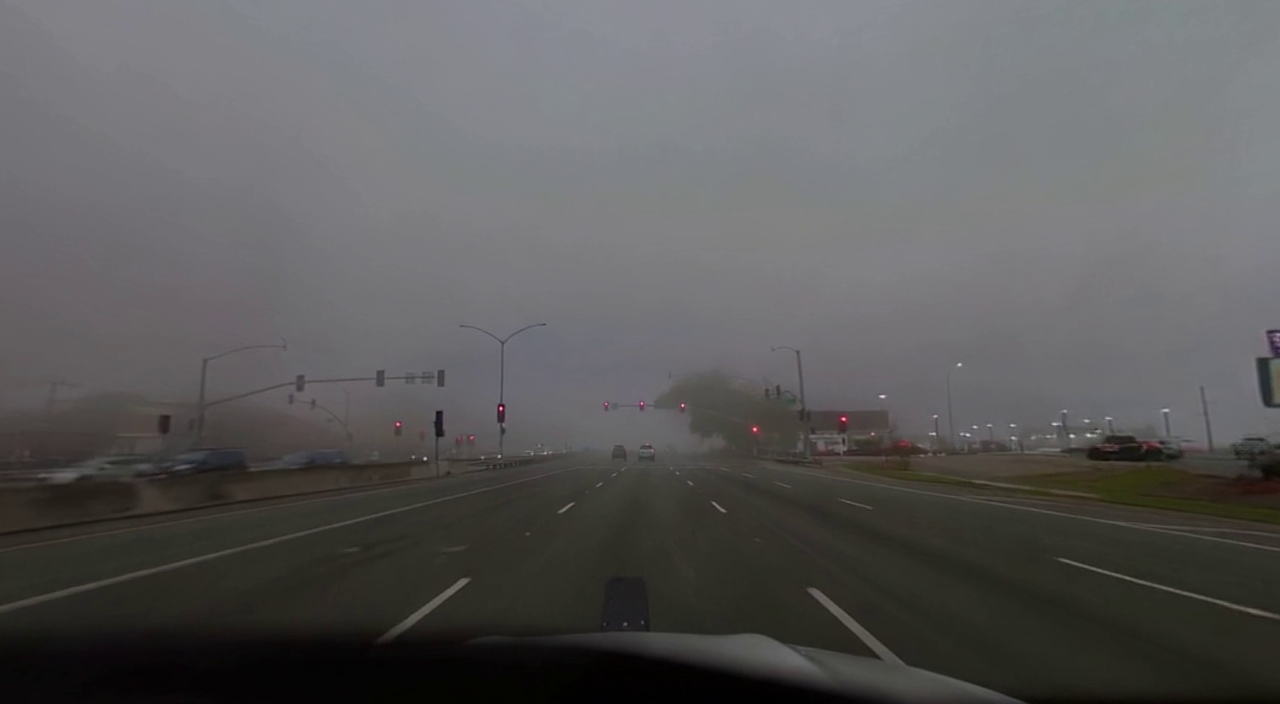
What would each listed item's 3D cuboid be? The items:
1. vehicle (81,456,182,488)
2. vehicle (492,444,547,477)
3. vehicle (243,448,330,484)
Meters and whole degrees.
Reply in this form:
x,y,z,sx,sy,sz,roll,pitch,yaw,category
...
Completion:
x,y,z,sx,sy,sz,roll,pitch,yaw,category
-27.032,6.363,33.696,1.861,1.553,4.132,0,-9,2,vehicle
-5.992,5.441,31.873,1.843,1.528,4.121,0,-9,2,vehicle
-18.058,5.810,32.477,1.926,1.659,4.426,0,-9,0,vehicle
